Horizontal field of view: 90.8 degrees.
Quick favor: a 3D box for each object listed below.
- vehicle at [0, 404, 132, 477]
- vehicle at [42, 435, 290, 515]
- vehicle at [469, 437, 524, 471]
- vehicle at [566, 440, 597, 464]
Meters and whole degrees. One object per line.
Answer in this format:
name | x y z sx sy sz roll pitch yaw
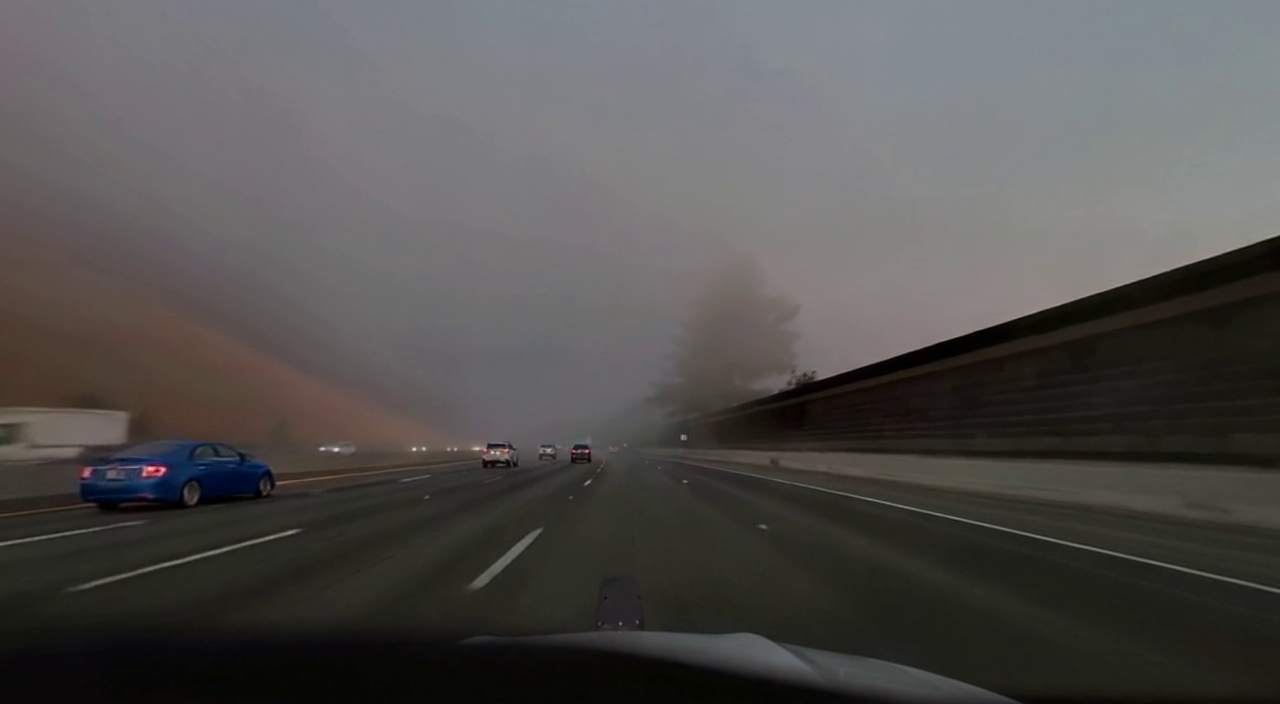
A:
vehicle | -29.850 4.468 31.767 2.804 3.252 6.771 0 -9 1
vehicle | -10.238 2.664 14.272 1.949 1.475 4.740 0 -9 0
vehicle | -7.914 5.663 35.225 2.074 1.768 4.805 0 -9 -2
vehicle | -4.374 7.544 47.962 2.115 1.713 4.263 0 -9 -2
